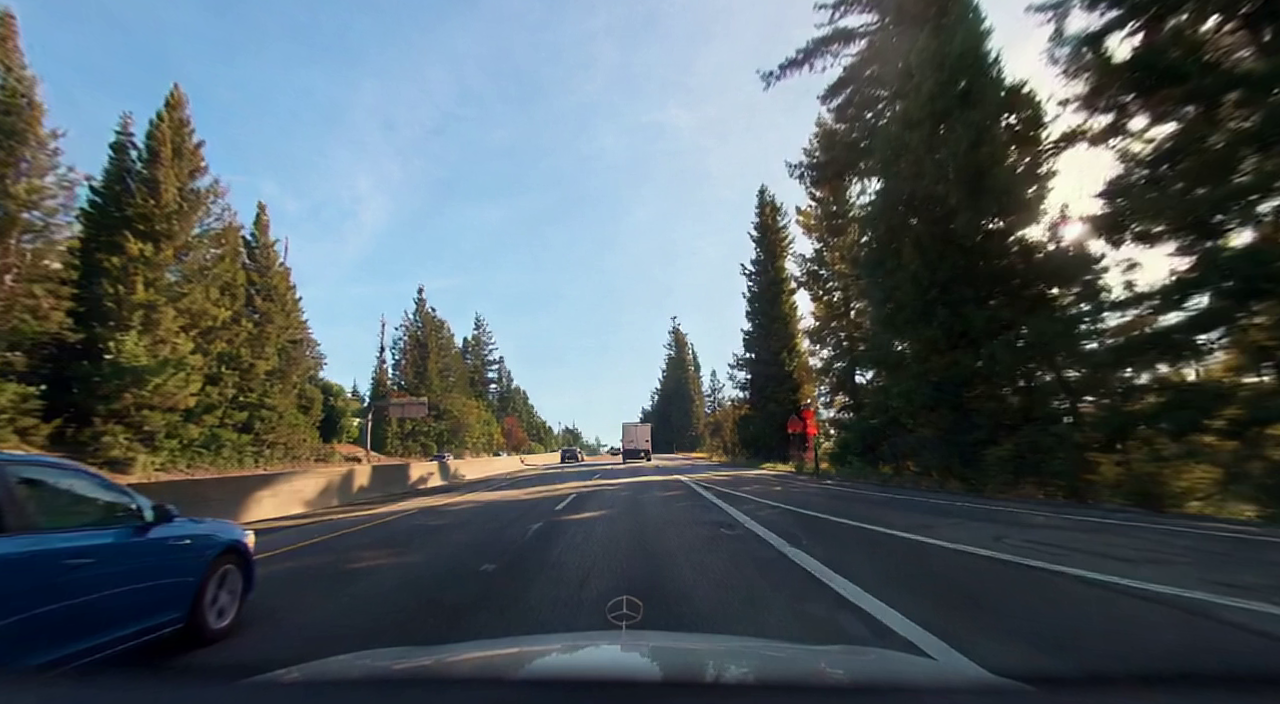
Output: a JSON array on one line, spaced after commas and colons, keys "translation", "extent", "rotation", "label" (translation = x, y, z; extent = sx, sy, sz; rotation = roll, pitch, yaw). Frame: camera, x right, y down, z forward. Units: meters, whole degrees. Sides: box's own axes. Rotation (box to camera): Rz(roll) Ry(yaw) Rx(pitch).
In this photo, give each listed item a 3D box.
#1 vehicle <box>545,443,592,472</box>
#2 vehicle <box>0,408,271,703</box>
[{"translation": [-4.281, 6.358, 38.280], "extent": [2.311, 1.655, 4.382], "rotation": [0, -9, 1], "label": "vehicle"}, {"translation": [-3.752, 0.960, 2.450], "extent": [1.916, 1.506, 4.476], "rotation": [0, -9, 0], "label": "vehicle"}]
